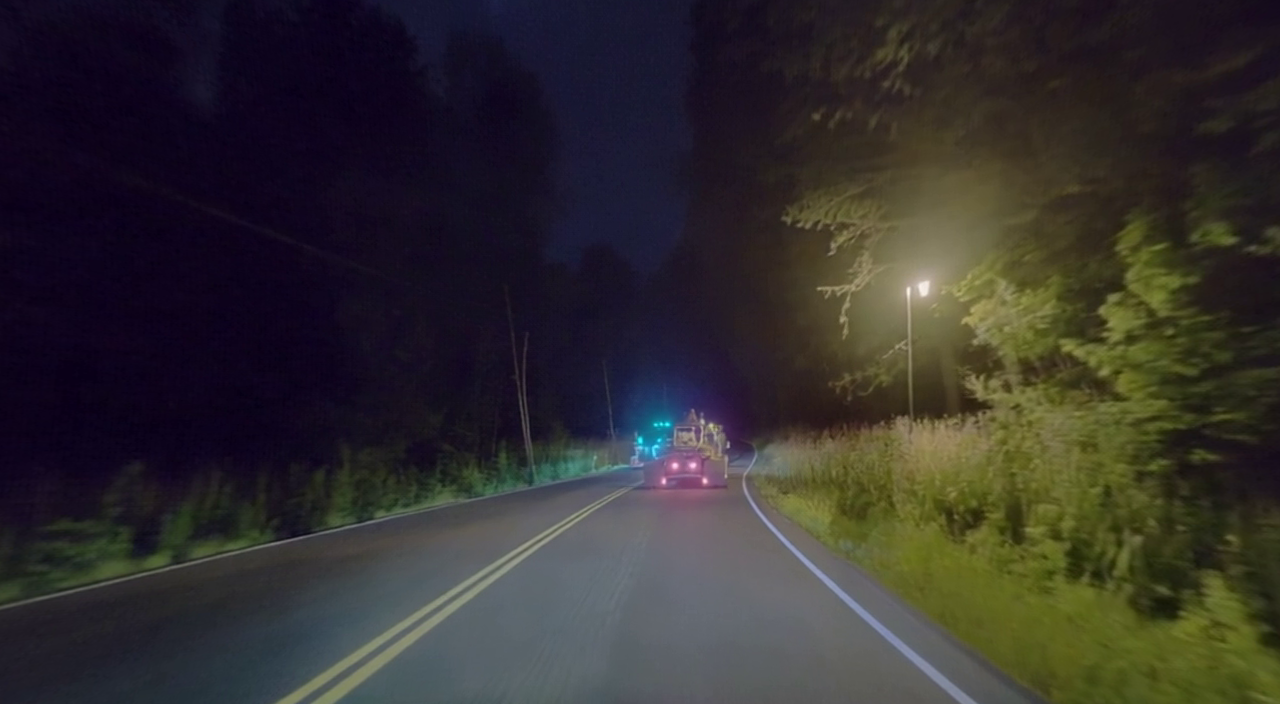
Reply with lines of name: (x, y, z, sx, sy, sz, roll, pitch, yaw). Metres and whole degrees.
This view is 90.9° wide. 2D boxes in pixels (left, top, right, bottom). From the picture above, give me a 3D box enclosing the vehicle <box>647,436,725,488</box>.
vehicle: (1.556, 3.440, 20.113, 2.196, 1.465, 4.294, -1, -8, 7)
